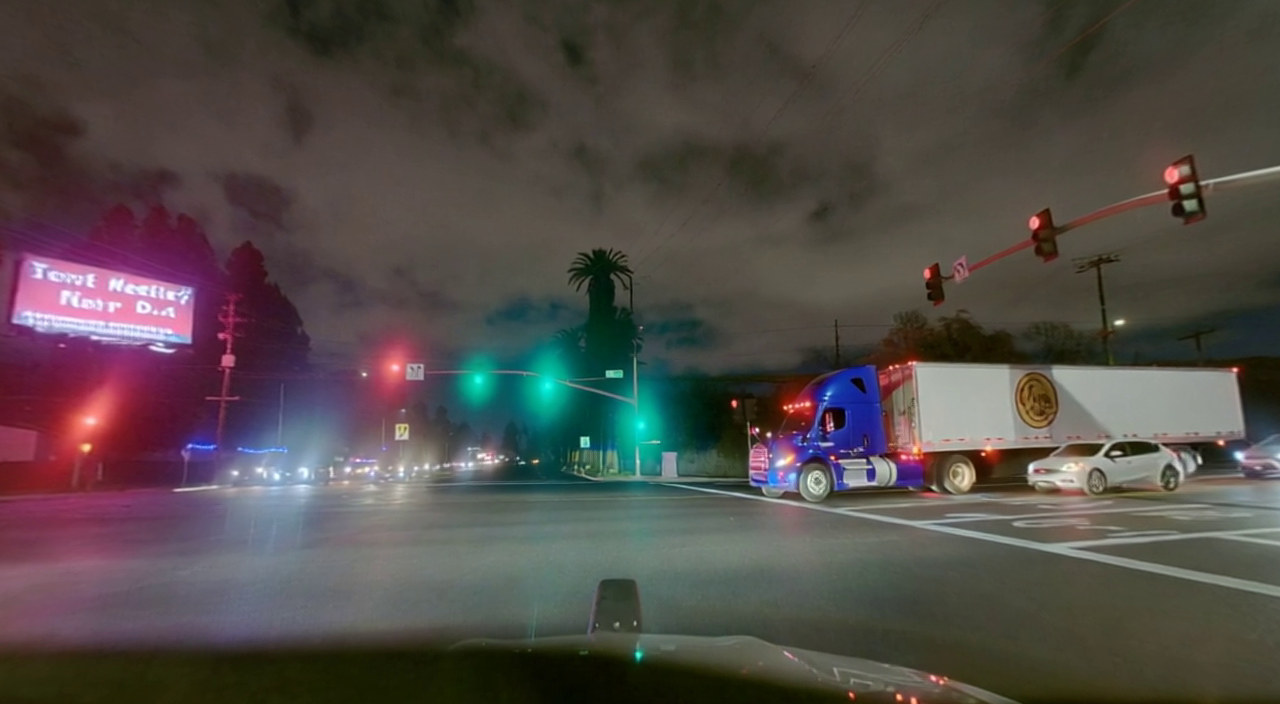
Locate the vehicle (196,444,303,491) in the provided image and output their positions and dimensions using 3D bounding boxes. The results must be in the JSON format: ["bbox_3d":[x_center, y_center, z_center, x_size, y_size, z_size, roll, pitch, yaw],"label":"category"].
[{"bbox_3d":[-23.560,6.957,38.657,2.989,2.573,6.053,0,-9,-5],"label":"vehicle"}]

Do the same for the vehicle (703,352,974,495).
[{"bbox_3d":[6.551,2.465,21.596,8.167,4.352,3.029,1,-9,-11],"label":"vehicle"}]

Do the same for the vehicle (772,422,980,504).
[{"bbox_3d":[6.745,3.198,18.354,5.079,1.893,2.200,-2,-10,-12],"label":"vehicle"}]

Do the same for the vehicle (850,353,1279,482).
[{"bbox_3d":[16.504,2.508,23.624,17.071,4.151,2.876,1,-9,-12],"label":"vehicle"}]

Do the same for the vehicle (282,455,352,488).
[{"bbox_3d":[-19.117,7.035,37.712,2.028,1.744,4.876,1,-9,-6],"label":"vehicle"}]

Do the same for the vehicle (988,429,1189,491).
[{"bbox_3d":[13.715,3.301,19.481,4.958,1.510,1.949,-2,-10,-10],"label":"vehicle"}]

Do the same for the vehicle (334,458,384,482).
[{"bbox_3d":[-20.259,8.518,45.880,1.834,1.521,4.970,1,-9,-6],"label":"vehicle"}]
